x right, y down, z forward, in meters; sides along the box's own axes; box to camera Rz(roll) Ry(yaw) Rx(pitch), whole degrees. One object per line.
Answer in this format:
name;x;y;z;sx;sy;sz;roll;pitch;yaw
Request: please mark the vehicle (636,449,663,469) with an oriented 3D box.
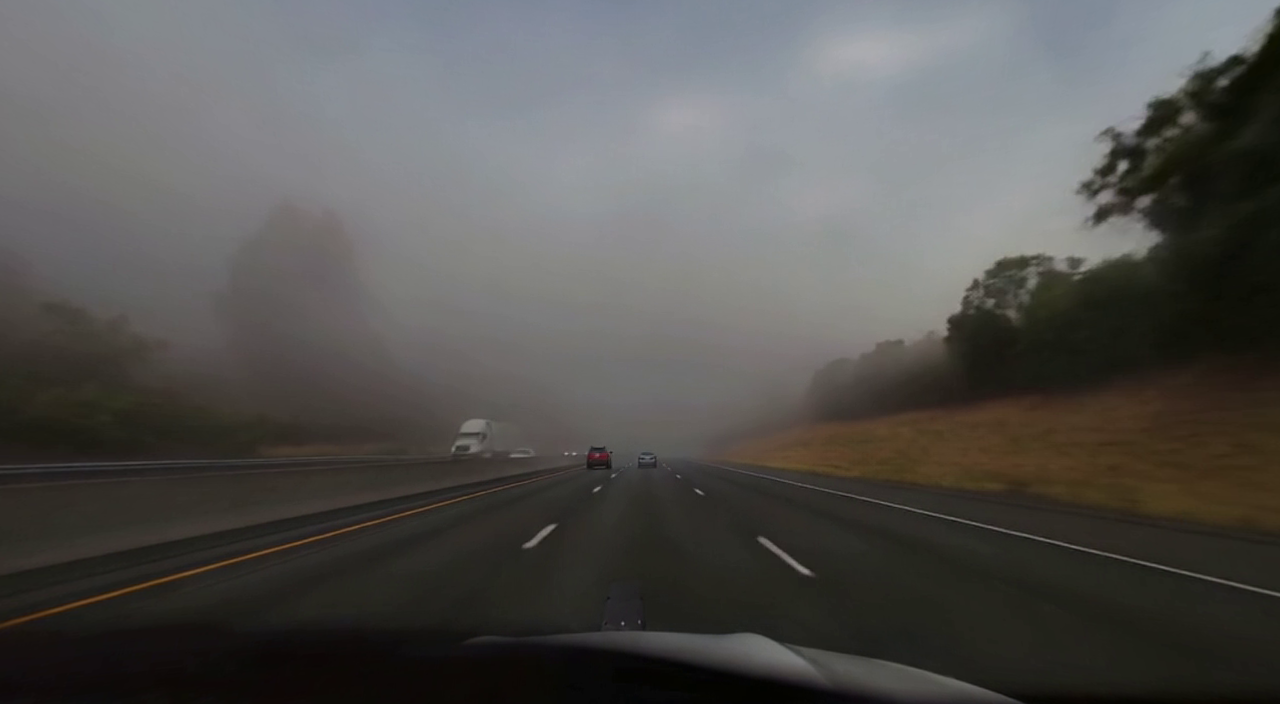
vehicle;0.743;8.427;49.750;2.036;1.519;4.225;0;-9;1
